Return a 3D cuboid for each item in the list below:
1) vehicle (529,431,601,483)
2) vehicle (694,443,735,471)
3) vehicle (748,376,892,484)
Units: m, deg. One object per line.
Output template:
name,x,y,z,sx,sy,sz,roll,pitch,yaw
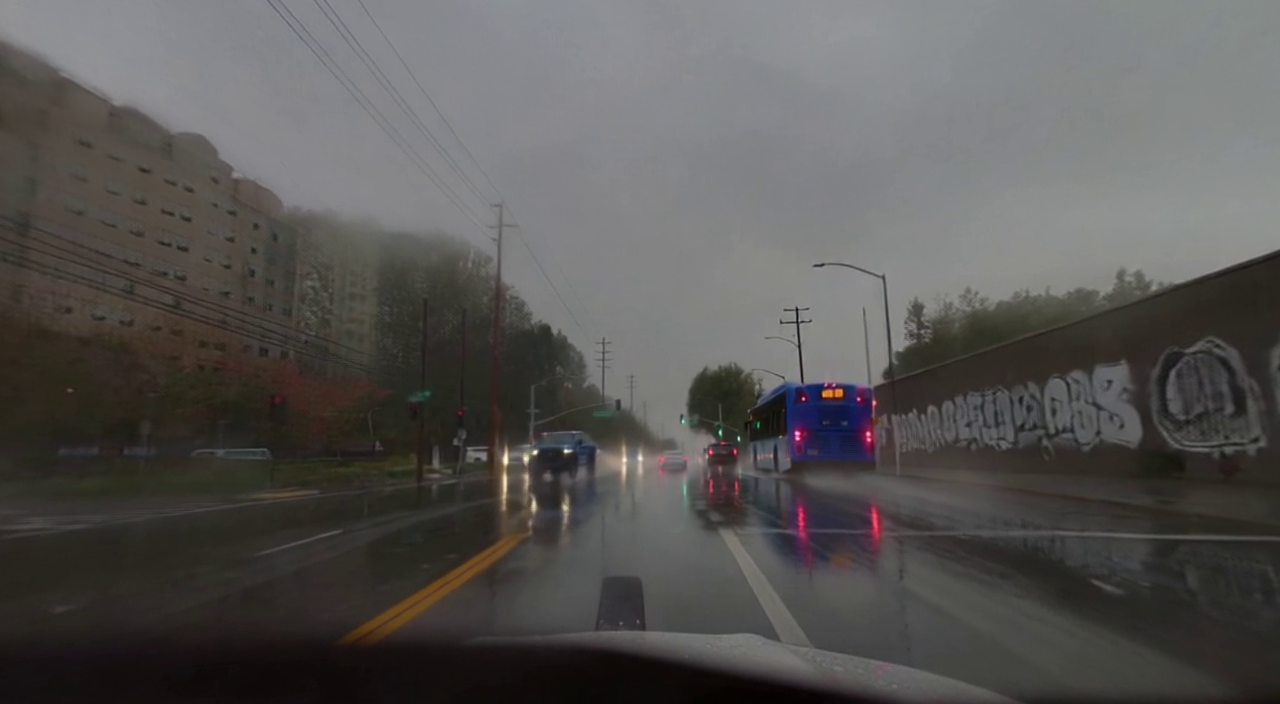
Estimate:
vehicle,-2.787,4.025,24.475,2.015,1.818,4.061,-1,-8,4
vehicle,4.168,5.899,35.816,1.961,1.470,4.196,0,-8,2
vehicle,6.823,3.414,26.592,3.045,3.447,12.604,-1,-8,3
